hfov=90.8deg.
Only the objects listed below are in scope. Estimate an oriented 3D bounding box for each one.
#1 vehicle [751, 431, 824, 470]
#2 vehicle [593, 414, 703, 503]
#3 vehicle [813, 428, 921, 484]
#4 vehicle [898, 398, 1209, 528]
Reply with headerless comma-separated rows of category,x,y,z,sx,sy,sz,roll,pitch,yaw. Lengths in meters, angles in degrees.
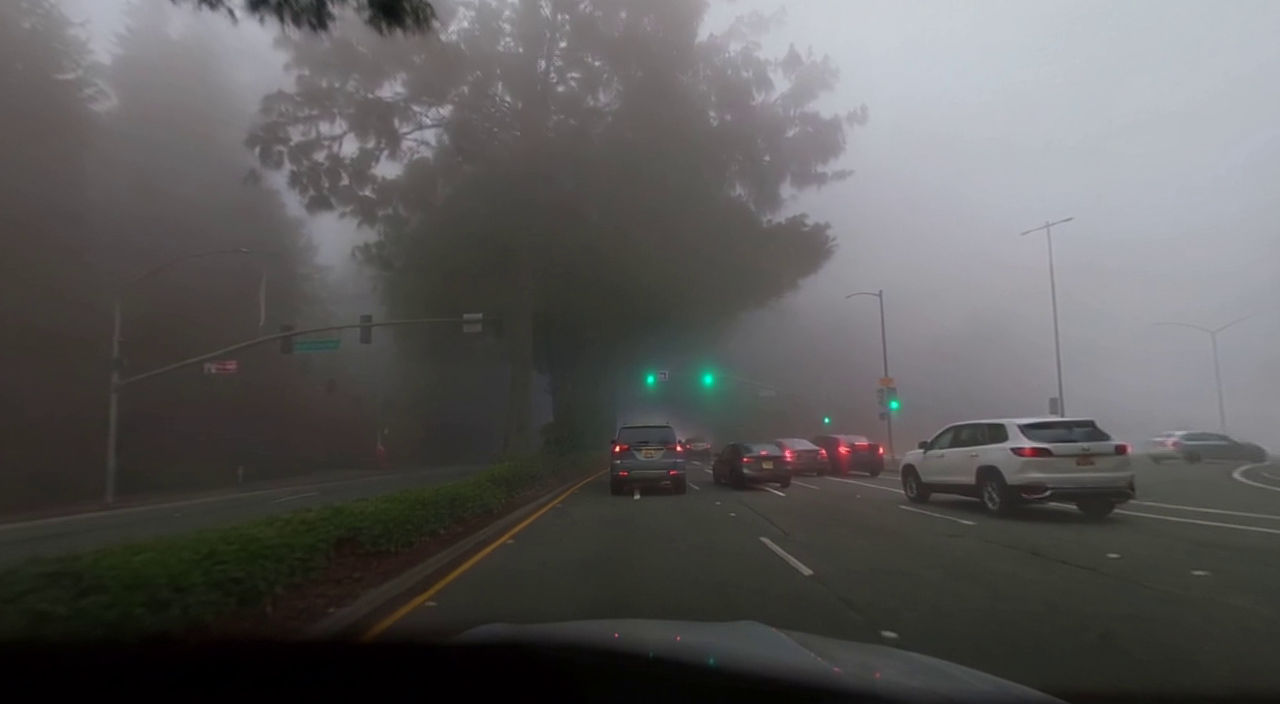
vehicle,7.339,4.986,32.002,2.440,1.775,4.791,0,-9,-1
vehicle,0.148,2.599,15.688,2.353,1.894,4.122,0,-9,-1
vehicle,7.343,3.431,20.942,2.025,1.642,4.189,0,-9,0
vehicle,7.128,2.026,11.932,2.251,1.873,5.346,0,-9,0
